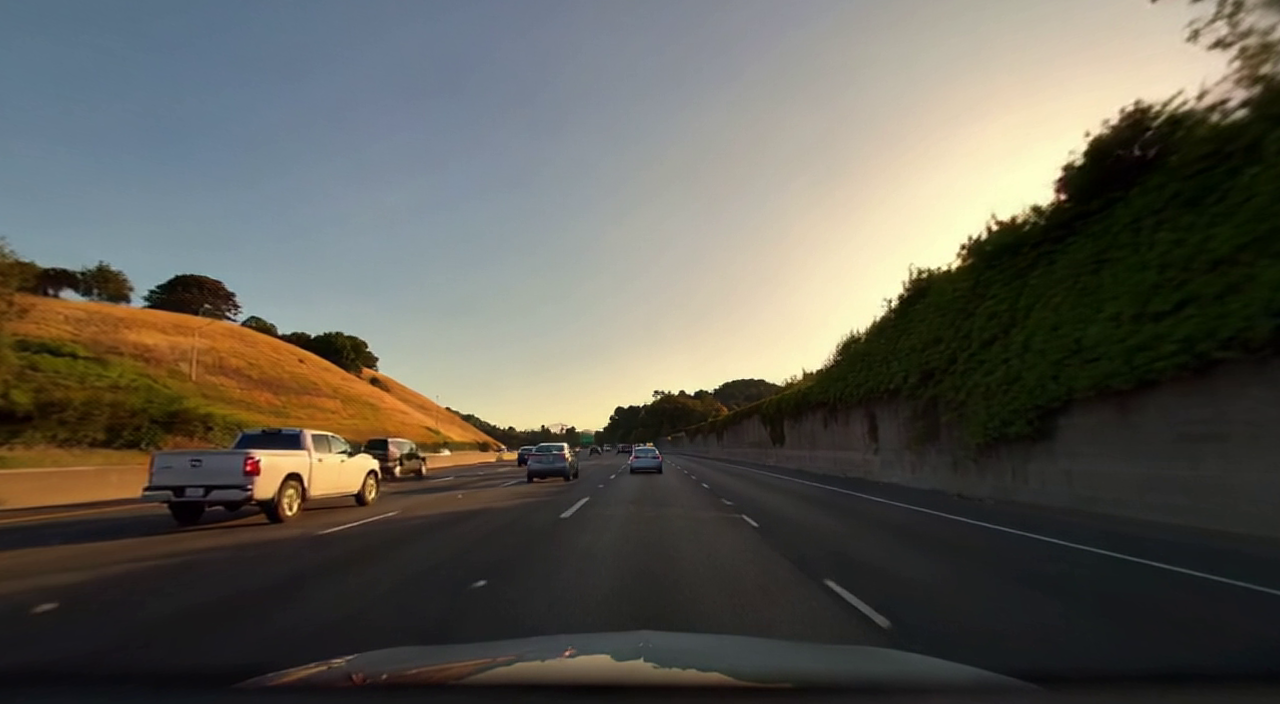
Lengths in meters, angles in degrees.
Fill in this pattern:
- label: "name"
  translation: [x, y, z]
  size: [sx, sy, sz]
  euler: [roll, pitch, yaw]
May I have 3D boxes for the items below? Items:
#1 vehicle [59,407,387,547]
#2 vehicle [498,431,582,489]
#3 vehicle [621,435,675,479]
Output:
- label: "vehicle"
  translation: [-6.663, 2.068, 11.133]
  size: [2.108, 1.856, 5.214]
  euler: [0, -9, 1]
- label: "vehicle"
  translation: [-3.346, 3.734, 22.128]
  size: [2.093, 1.820, 4.506]
  euler: [0, -9, 1]
- label: "vehicle"
  translation: [0.332, 4.674, 28.414]
  size: [2.233, 1.804, 4.273]
  euler: [0, -9, 0]
